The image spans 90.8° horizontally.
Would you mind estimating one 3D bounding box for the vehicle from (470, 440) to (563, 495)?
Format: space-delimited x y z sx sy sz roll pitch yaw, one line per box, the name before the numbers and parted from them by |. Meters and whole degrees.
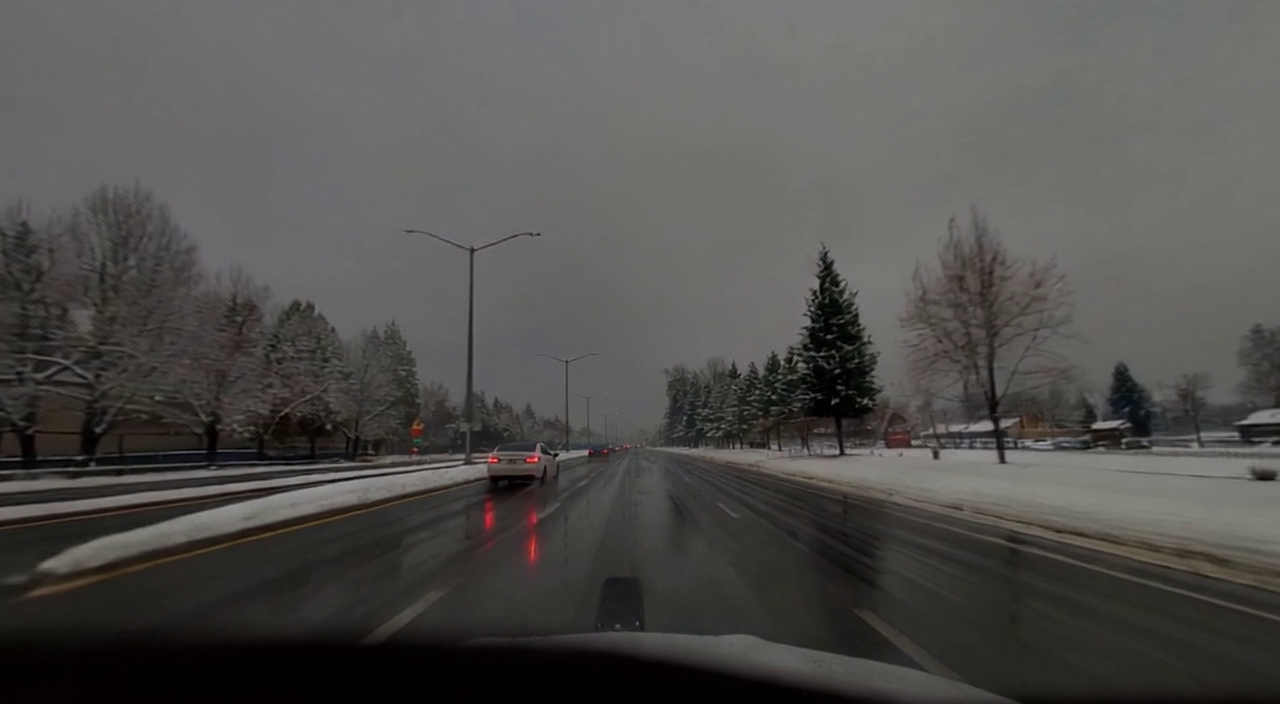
vehicle | -3.655 3.497 19.523 2.003 1.454 4.484 0 -8 0
